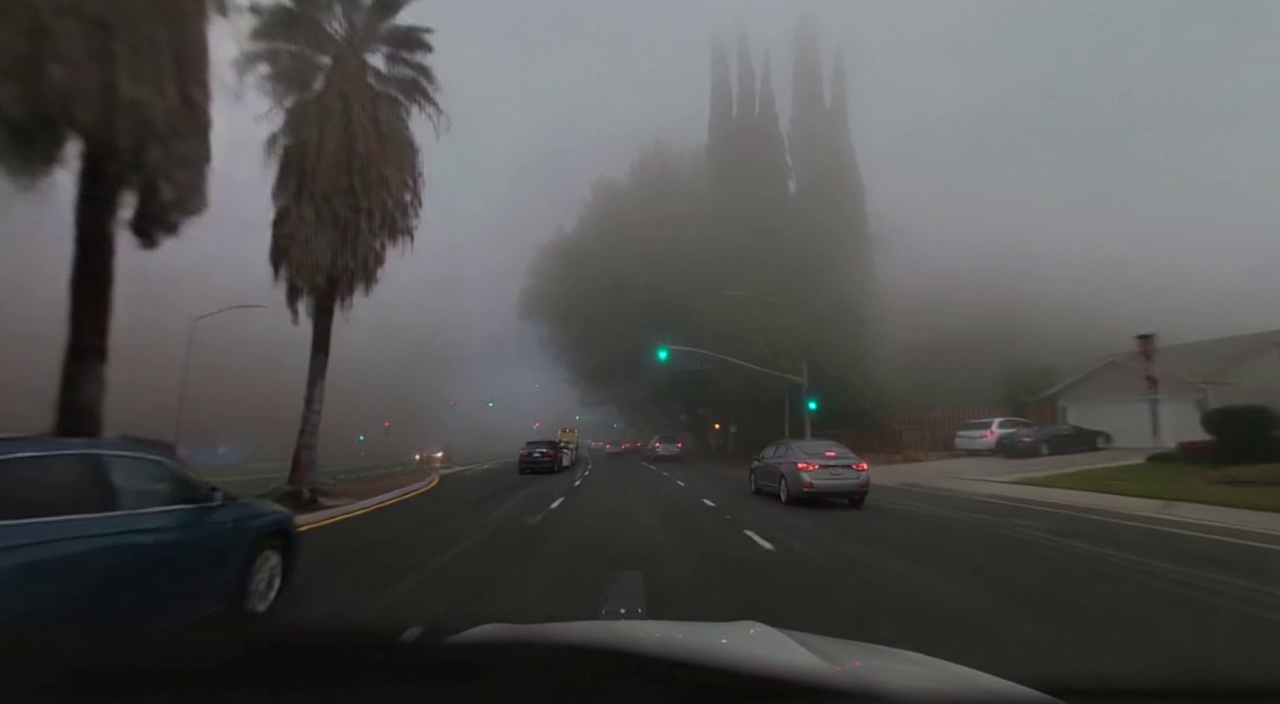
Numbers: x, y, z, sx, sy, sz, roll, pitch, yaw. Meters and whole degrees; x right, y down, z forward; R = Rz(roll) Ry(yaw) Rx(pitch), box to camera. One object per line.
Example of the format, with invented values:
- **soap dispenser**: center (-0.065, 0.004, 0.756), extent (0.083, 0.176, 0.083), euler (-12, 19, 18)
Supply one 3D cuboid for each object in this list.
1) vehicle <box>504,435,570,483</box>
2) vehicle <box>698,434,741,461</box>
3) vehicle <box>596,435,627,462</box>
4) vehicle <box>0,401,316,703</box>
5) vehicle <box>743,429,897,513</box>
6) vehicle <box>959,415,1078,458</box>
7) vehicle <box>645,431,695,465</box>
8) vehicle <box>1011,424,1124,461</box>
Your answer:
- **vehicle**: center (-3.672, 3.872, 23.214), extent (1.922, 1.577, 4.140), euler (0, -8, -3)
- **vehicle**: center (5.485, 6.653, 43.987), extent (2.011, 1.805, 4.260), euler (1, -9, -6)
- **vehicle**: center (-2.214, 7.303, 47.850), extent (2.164, 1.867, 4.254), euler (0, -8, -6)
- **vehicle**: center (-3.489, 0.987, 2.796), extent (1.924, 1.473, 4.200), euler (0, -8, -1)
- **vehicle**: center (3.581, 2.435, 13.401), extent (1.870, 1.491, 4.009), euler (0, -8, -3)
- **vehicle**: center (19.165, 4.306, 32.027), extent (5.335, 2.053, 2.123), euler (3, -9, -20)
- **vehicle**: center (1.807, 6.048, 39.972), extent (2.391, 1.960, 5.600), euler (0, -8, -5)
- **vehicle**: center (19.414, 4.075, 28.688), extent (4.372, 1.425, 1.833), euler (0, -8, -18)
